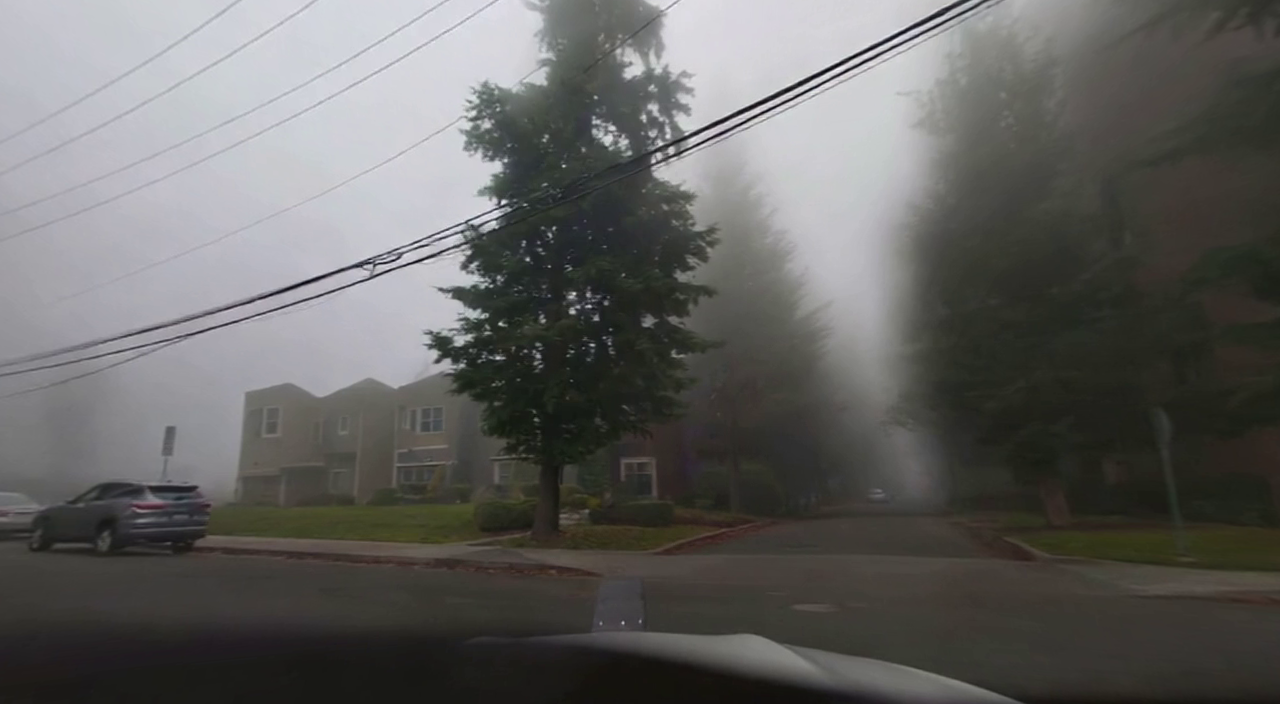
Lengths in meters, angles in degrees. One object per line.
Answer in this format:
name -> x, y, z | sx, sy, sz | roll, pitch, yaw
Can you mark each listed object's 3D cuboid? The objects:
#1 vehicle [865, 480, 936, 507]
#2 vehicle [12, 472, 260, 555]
vehicle -> 19.231, 10.436, 46.427 | 4.700, 1.677, 1.927 | -4, -10, 24
vehicle -> -11.781, 3.737, 14.695 | 5.170, 1.626, 2.272 | -7, -13, 24
